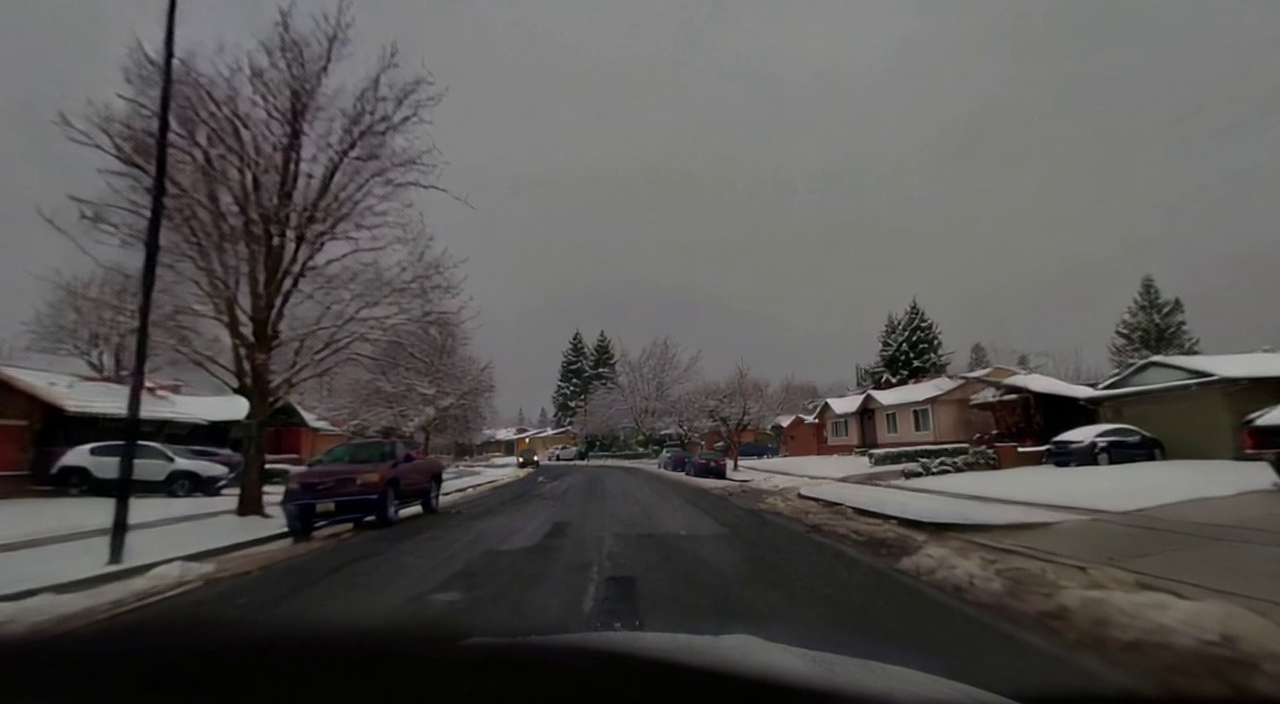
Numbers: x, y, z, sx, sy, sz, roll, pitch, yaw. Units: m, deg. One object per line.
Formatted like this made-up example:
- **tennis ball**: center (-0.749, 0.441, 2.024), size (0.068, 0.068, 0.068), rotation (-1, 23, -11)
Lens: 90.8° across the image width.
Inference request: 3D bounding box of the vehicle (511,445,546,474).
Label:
- **vehicle**: center (-7.936, 7.549, 44.693), size (1.976, 1.855, 4.299), rotation (3, -8, -16)

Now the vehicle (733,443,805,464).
- **vehicle**: center (9.618, 7.518, 47.096), size (4.940, 1.477, 2.015), rotation (3, -8, -21)

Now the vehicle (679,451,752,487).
- **vehicle**: center (3.299, 5.246, 28.725), size (1.984, 1.437, 4.726), rotation (1, -9, -10)

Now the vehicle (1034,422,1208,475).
- **vehicle**: center (14.570, 2.923, 19.176), size (4.488, 1.454, 1.944), rotation (3, -9, -20)

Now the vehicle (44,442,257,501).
- **vehicle**: center (-13.747, 3.345, 18.146), size (4.376, 1.458, 2.046), rotation (3, -8, -24)

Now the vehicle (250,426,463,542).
- **vehicle**: center (-5.315, 2.487, 12.784), size (2.215, 1.859, 4.765), rotation (1, -7, -2)
